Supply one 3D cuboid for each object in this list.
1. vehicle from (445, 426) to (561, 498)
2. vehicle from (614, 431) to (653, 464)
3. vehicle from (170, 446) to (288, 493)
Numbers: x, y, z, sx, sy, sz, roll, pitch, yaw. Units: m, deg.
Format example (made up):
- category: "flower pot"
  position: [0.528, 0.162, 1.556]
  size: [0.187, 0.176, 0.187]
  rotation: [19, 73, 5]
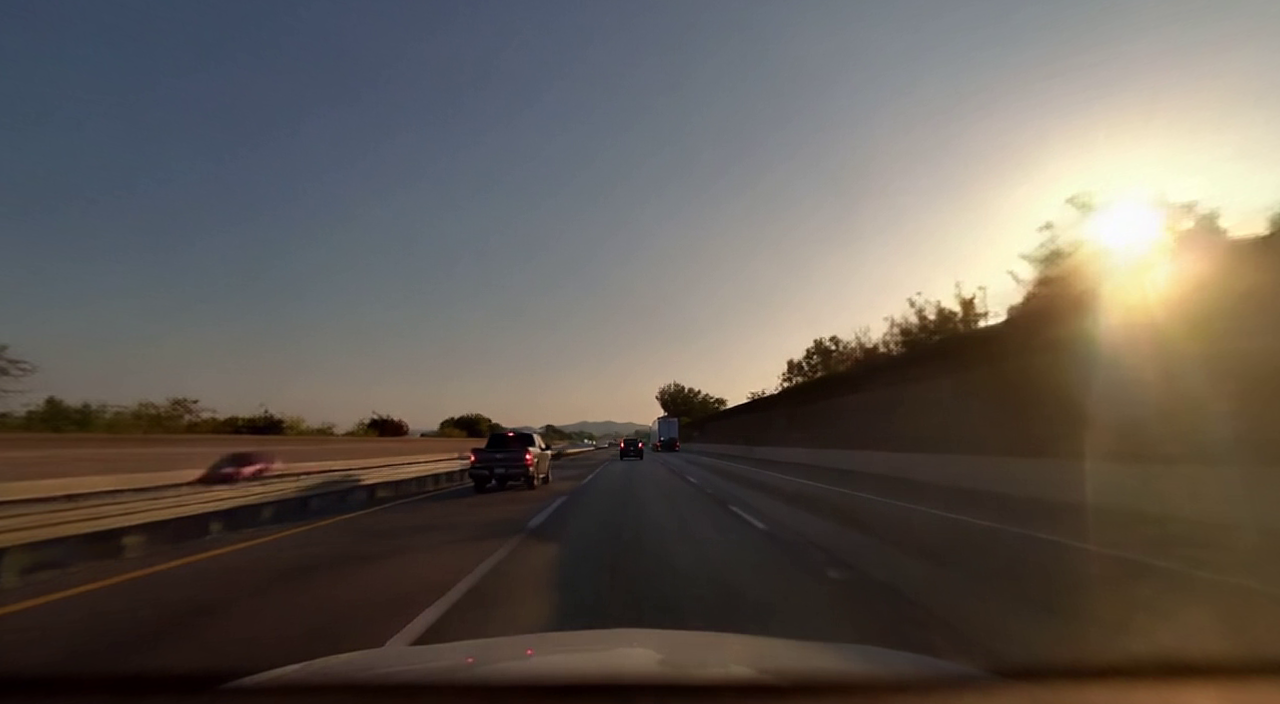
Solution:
- category: "vehicle"
  position: [-3.703, 3.060, 18.008]
  size: [2.326, 1.761, 4.450]
  rotation: [0, -8, 0]
- category: "vehicle"
  position: [-0.462, 6.397, 42.252]
  size: [2.456, 2.007, 4.728]
  rotation: [0, -8, -2]
- category: "vehicle"
  position: [-18.011, 5.112, 27.908]
  size: [2.099, 1.847, 4.724]
  rotation: [0, -8, -1]
